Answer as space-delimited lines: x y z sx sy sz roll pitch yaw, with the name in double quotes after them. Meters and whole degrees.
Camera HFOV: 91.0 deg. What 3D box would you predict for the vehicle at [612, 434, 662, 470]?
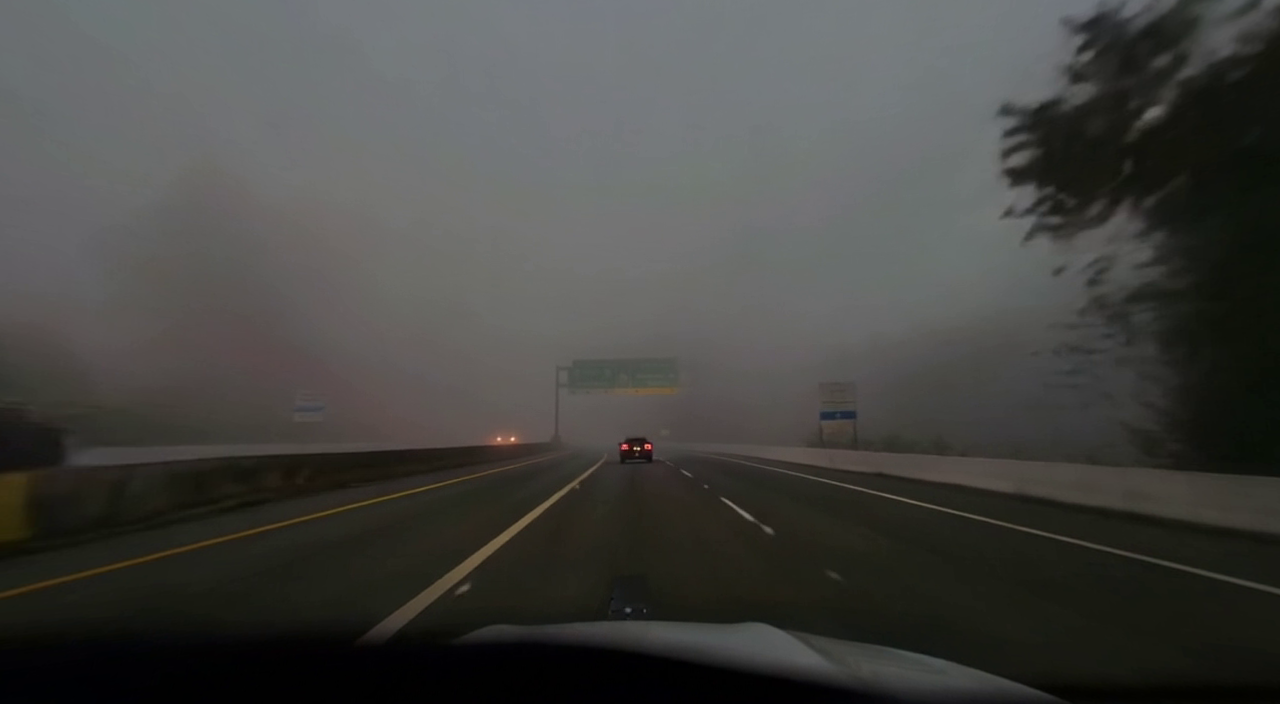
-0.138 4.558 28.794 2.130 1.512 4.057 1 -8 0 "vehicle"
